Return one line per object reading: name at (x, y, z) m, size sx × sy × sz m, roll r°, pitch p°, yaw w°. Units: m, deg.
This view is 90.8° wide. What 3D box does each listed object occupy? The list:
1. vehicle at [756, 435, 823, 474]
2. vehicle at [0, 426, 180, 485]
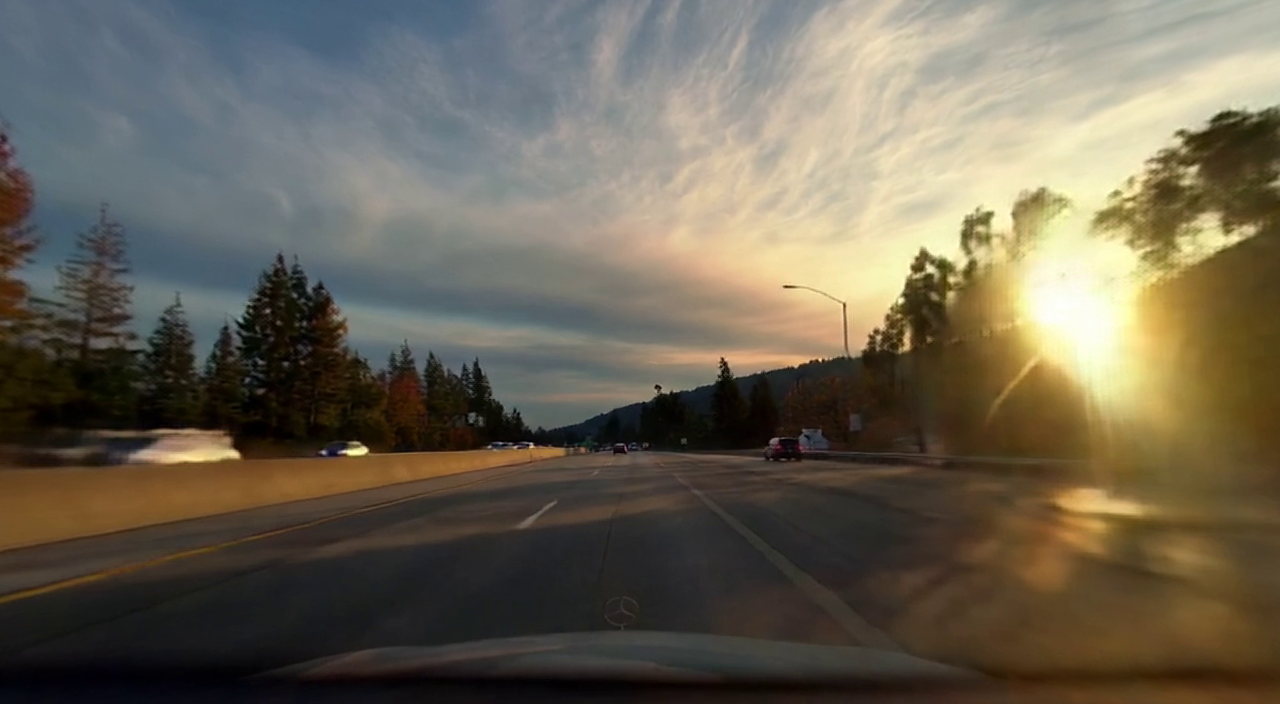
vehicle at (6.954, 4.825, 29.823) m, size 2.081 × 1.705 × 3.926 m, roll 0°, pitch -9°, yaw -1°
vehicle at (-17.443, 3.267, 20.141) m, size 2.118 × 1.625 × 4.530 m, roll 0°, pitch -9°, yaw 0°
